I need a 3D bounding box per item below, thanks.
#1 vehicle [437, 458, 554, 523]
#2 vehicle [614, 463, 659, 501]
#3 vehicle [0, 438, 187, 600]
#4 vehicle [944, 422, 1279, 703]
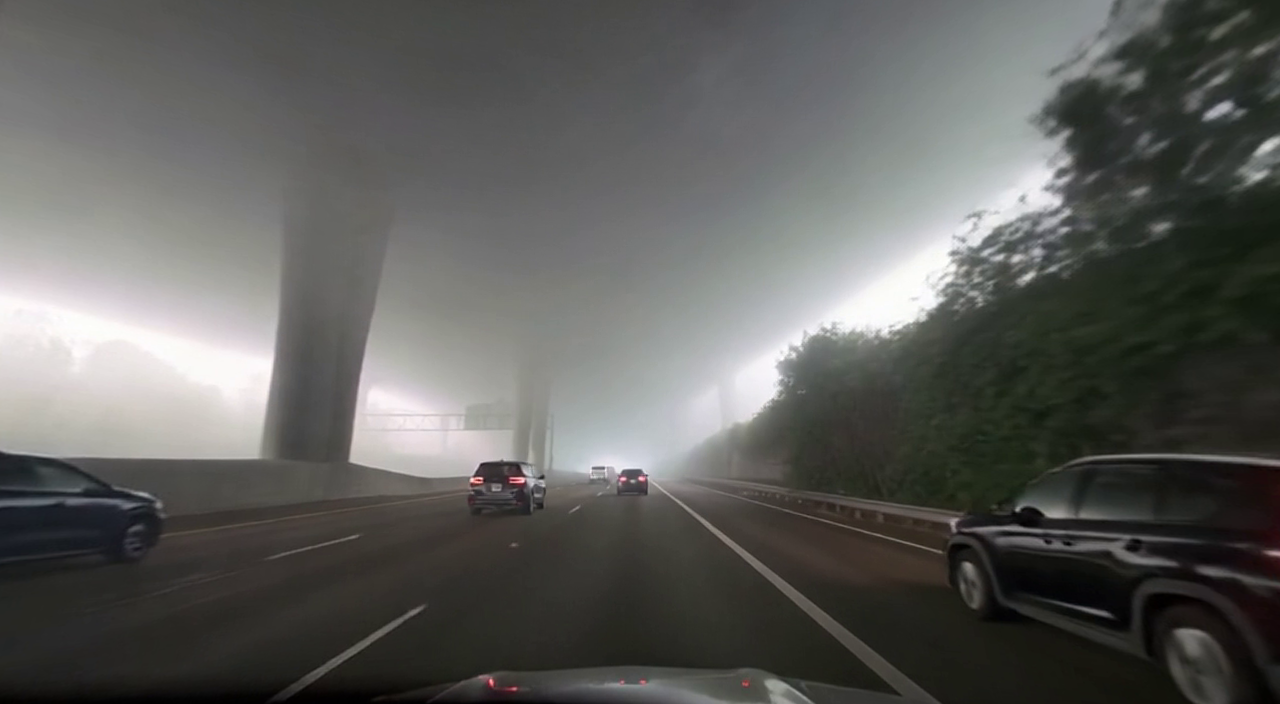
[{"bbox_3d":[-3.836,3.814,17.678,2.102,1.521,4.687,1,-11,1],"label":"vehicle"},{"bbox_3d":[-0.178,6.094,29.735,1.992,1.601,3.762,1,-11,0],"label":"vehicle"},{"bbox_3d":[-7.258,1.612,6.133,2.142,1.545,4.708,1,-11,0],"label":"vehicle"},{"bbox_3d":[3.860,1.297,3.790,1.992,1.557,4.017,1,-11,-1],"label":"vehicle"}]
